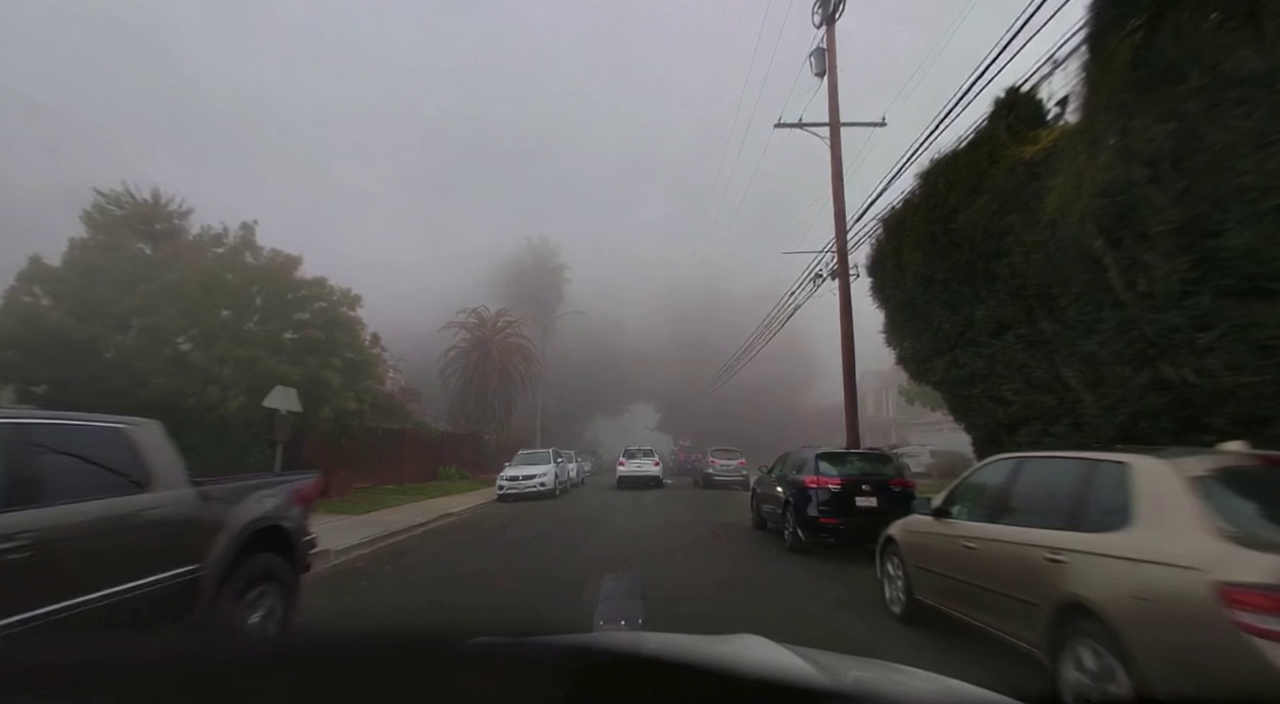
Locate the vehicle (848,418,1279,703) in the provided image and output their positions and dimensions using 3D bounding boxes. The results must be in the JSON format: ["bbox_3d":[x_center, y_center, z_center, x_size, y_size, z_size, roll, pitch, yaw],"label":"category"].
[{"bbox_3d":[2.893,1.211,3.583,1.869,1.505,4.397,0,-8,0],"label":"vehicle"}]

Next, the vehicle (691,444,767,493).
[{"bbox_3d":[3.079,4.114,22.618,1.967,1.563,4.237,0,-8,-2],"label":"vehicle"}]

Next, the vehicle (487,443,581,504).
[{"bbox_3d":[-2.917,3.441,18.306,1.877,1.521,4.348,0,-8,2],"label":"vehicle"}]

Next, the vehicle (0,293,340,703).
[{"bbox_3d":[-3.046,0.733,1.954,2.044,1.797,4.650,-1,-10,-2],"label":"vehicle"}]

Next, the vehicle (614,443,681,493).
[{"bbox_3d":[0.248,3.805,20.979,2.010,1.499,4.107,0,-8,1],"label":"vehicle"}]
